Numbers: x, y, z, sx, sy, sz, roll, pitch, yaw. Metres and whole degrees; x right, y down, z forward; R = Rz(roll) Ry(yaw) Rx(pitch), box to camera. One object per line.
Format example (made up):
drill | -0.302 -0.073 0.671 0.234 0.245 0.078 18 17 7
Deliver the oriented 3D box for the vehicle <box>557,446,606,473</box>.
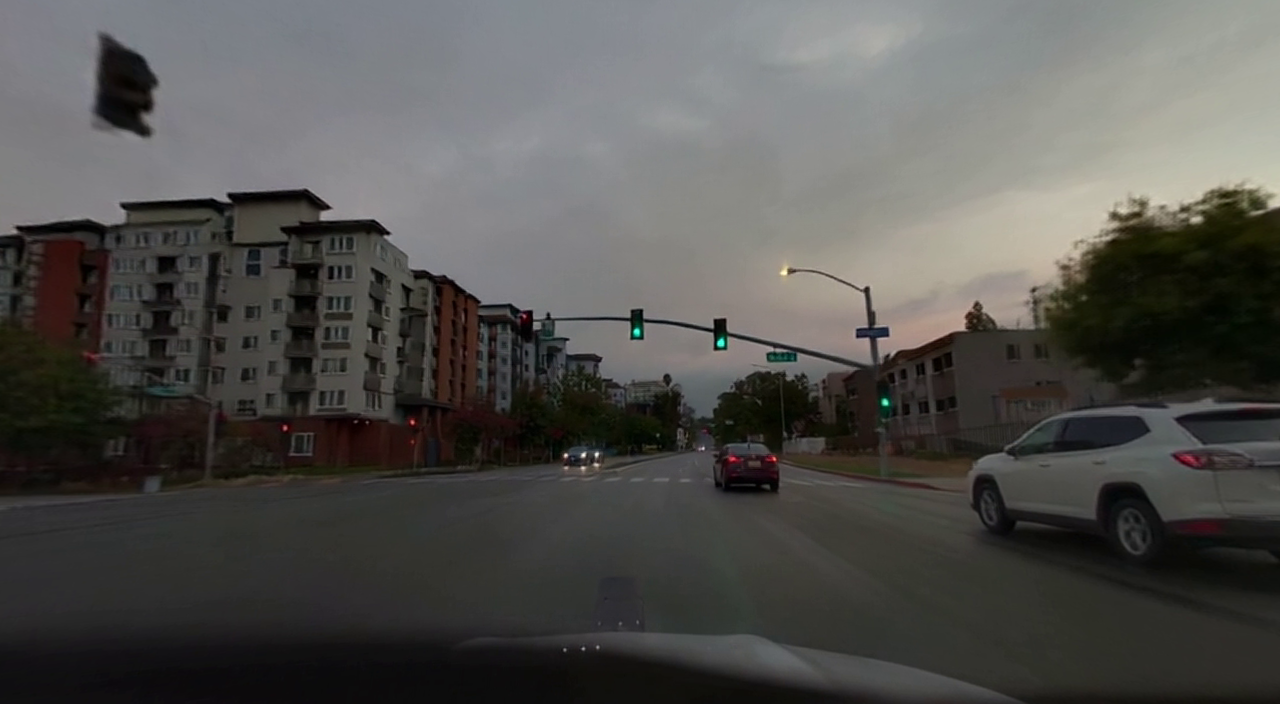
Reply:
vehicle | -3.475 6.471 38.280 2.032 1.484 4.437 -1 -9 7

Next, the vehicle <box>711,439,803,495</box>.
vehicle | 3.446 3.482 19.472 2.003 1.480 4.494 0 -9 1

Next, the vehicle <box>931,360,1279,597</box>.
vehicle | 6.432 1.512 8.315 2.427 2.017 5.763 0 -9 0
